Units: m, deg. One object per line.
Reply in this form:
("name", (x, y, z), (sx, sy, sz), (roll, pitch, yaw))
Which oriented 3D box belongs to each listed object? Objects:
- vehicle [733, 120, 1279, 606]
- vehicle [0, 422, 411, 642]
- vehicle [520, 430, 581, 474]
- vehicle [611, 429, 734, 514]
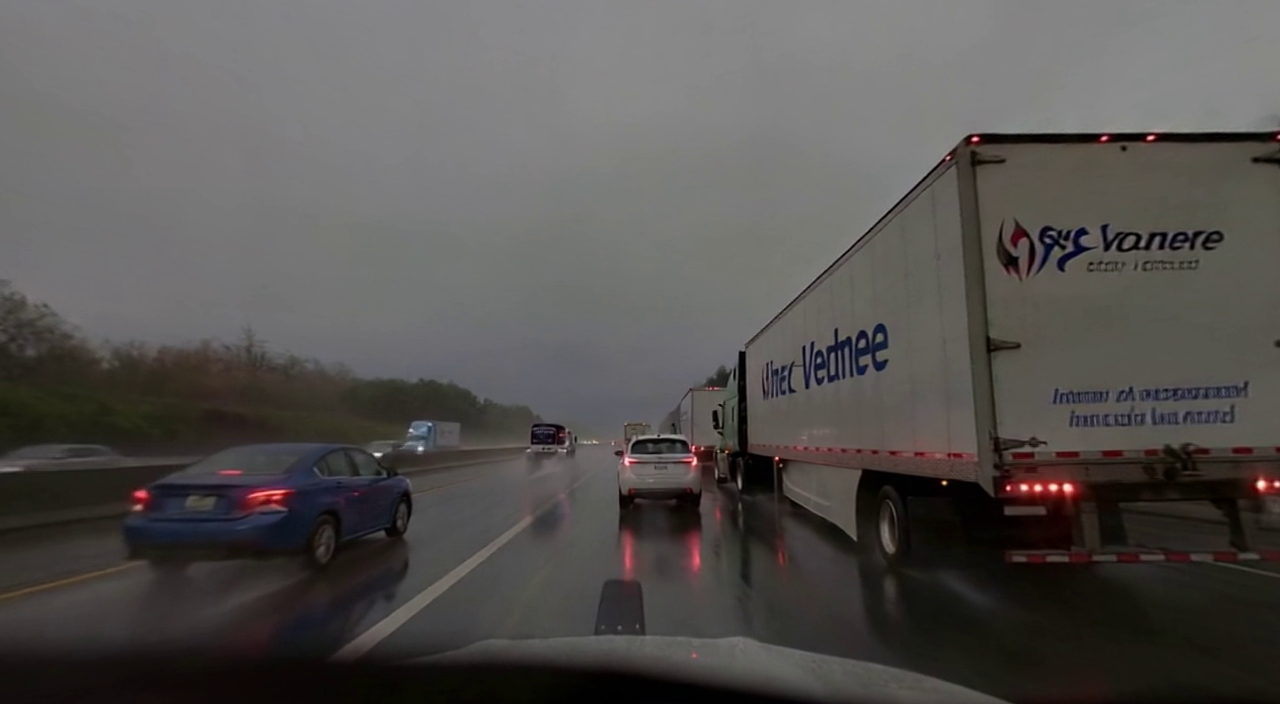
("vehicle", (4.428, 0.955, 12.390), (2.883, 4.070, 14.423), (0, -8, 0))
("vehicle", (-4.373, 1.548, 6.700), (2.100, 1.491, 4.676), (0, -8, 0))
("vehicle", (-3.826, 4.342, 27.708), (2.006, 1.729, 4.447), (0, -8, 0))
("vehicle", (0.498, 2.413, 13.393), (2.200, 1.495, 4.282), (0, -8, -2))
